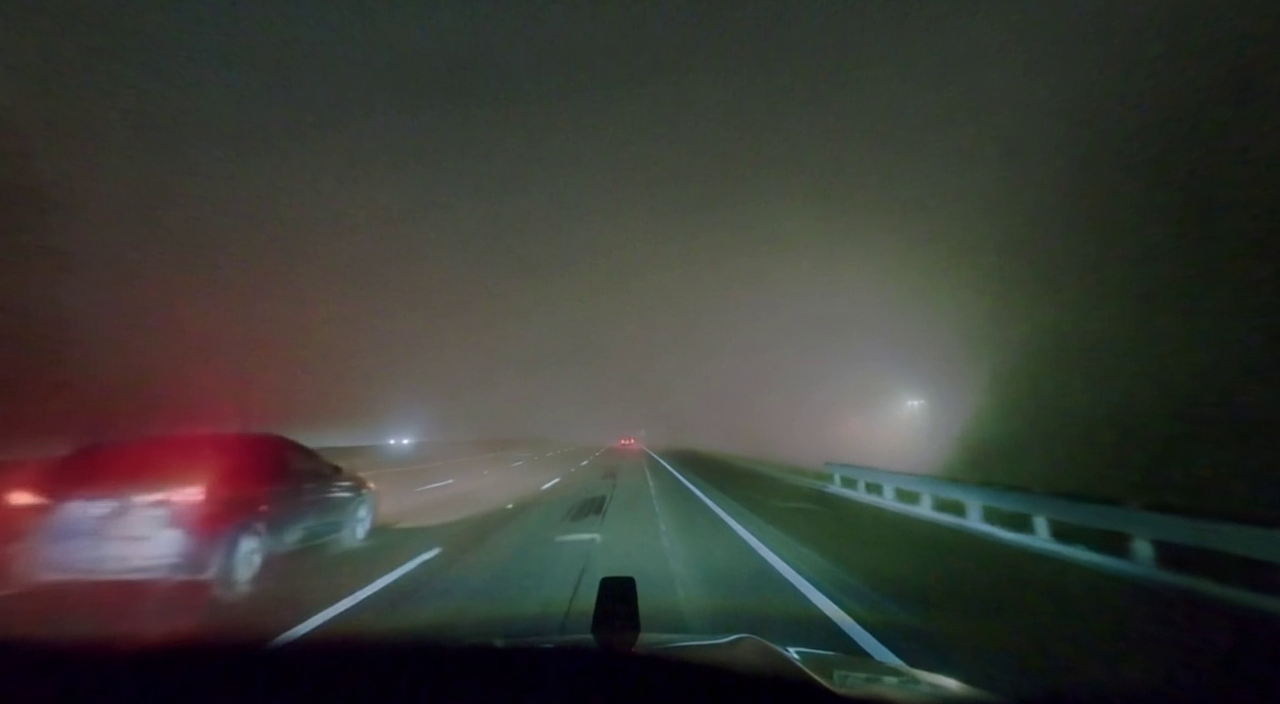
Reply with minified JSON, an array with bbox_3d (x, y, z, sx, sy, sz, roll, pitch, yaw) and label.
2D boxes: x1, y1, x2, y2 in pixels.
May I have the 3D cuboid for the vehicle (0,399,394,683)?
[{"bbox_3d":[-4.448,1.403,6.083,2.129,1.588,4.980,0,-8,0],"label":"vehicle"}]
